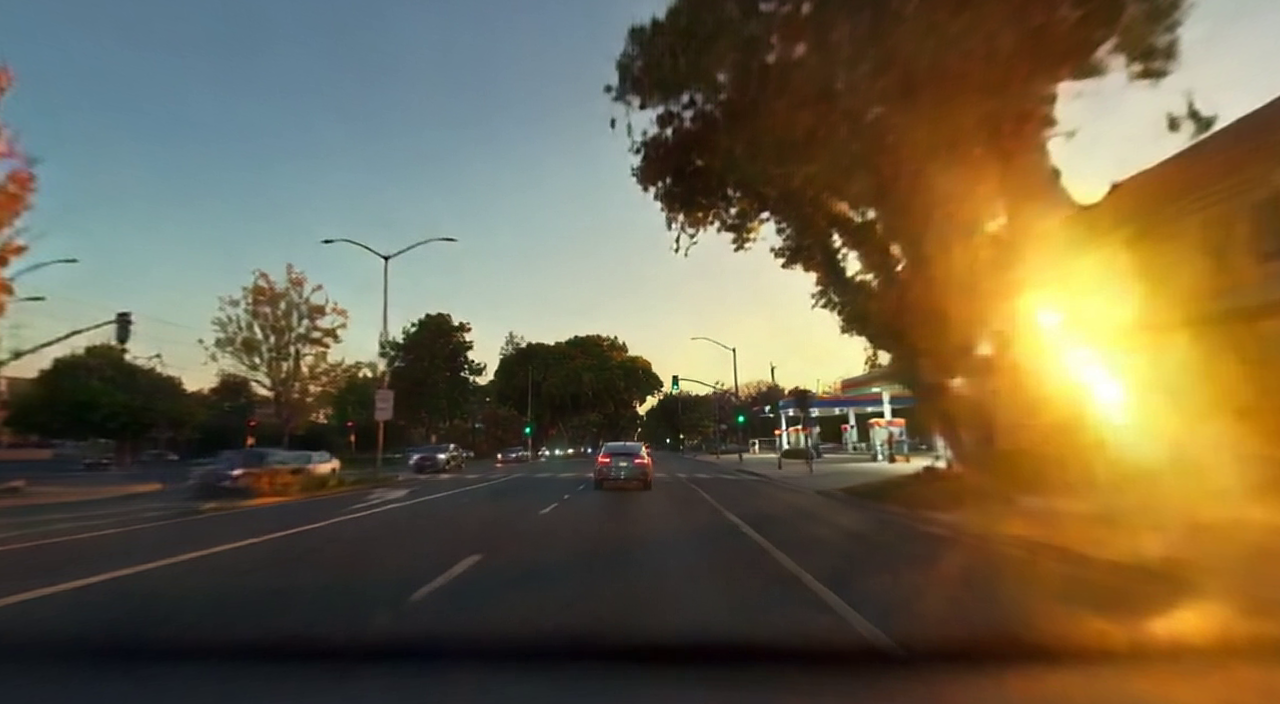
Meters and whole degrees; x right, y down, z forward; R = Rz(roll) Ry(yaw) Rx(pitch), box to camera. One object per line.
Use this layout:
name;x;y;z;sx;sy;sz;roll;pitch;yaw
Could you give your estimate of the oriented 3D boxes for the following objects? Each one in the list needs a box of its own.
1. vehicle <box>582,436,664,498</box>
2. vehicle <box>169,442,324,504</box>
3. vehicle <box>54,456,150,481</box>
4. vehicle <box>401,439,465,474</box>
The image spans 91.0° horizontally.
vehicle;-0.429;3.230;18.093;2.062;1.519;4.214;0;-8;0
vehicle;-12.124;3.710;19.845;1.999;1.695;4.334;0;-9;1
vehicle;-35.234;7.654;41.312;4.377;1.521;1.965;1;-8;-3
vehicle;-12.639;6.386;38.810;2.161;1.950;4.962;0;-8;1
